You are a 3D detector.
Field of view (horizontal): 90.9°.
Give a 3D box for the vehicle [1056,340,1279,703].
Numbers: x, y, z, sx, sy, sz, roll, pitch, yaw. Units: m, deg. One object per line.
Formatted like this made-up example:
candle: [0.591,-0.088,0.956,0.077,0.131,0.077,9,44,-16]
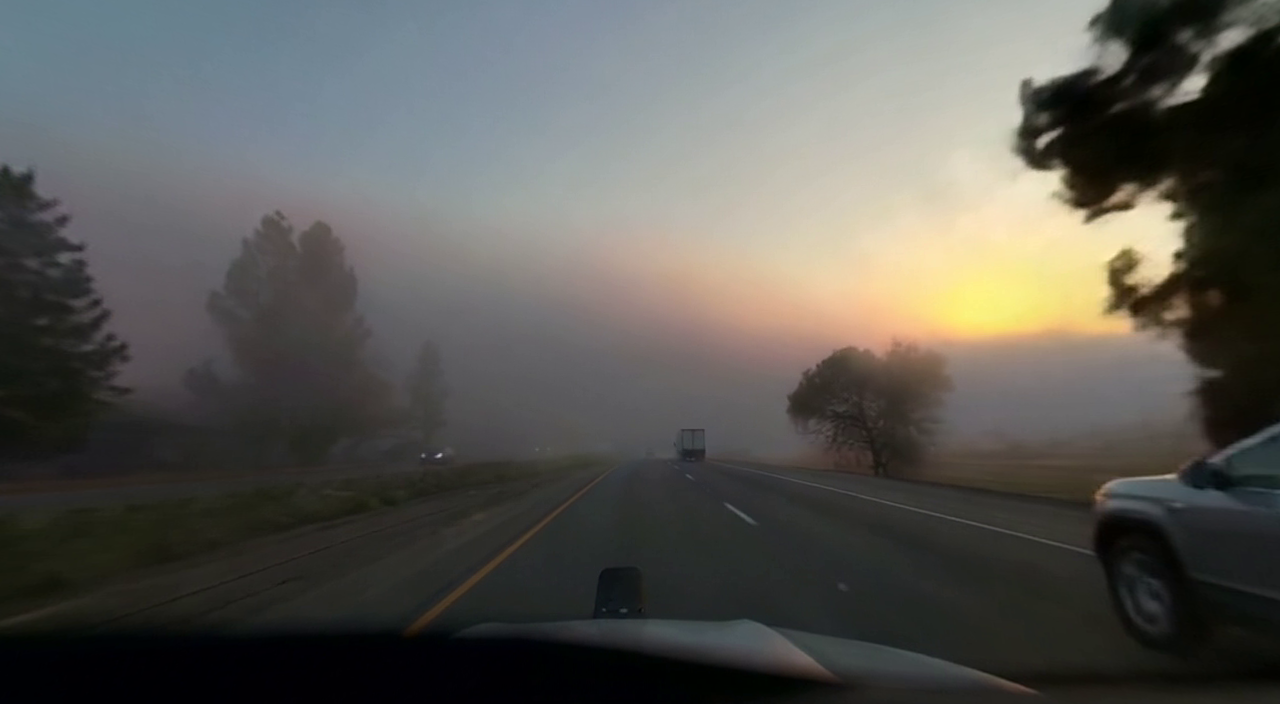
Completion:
vehicle: [3.936,0.656,1.500,2.070,1.799,5.584,0,-8,0]
